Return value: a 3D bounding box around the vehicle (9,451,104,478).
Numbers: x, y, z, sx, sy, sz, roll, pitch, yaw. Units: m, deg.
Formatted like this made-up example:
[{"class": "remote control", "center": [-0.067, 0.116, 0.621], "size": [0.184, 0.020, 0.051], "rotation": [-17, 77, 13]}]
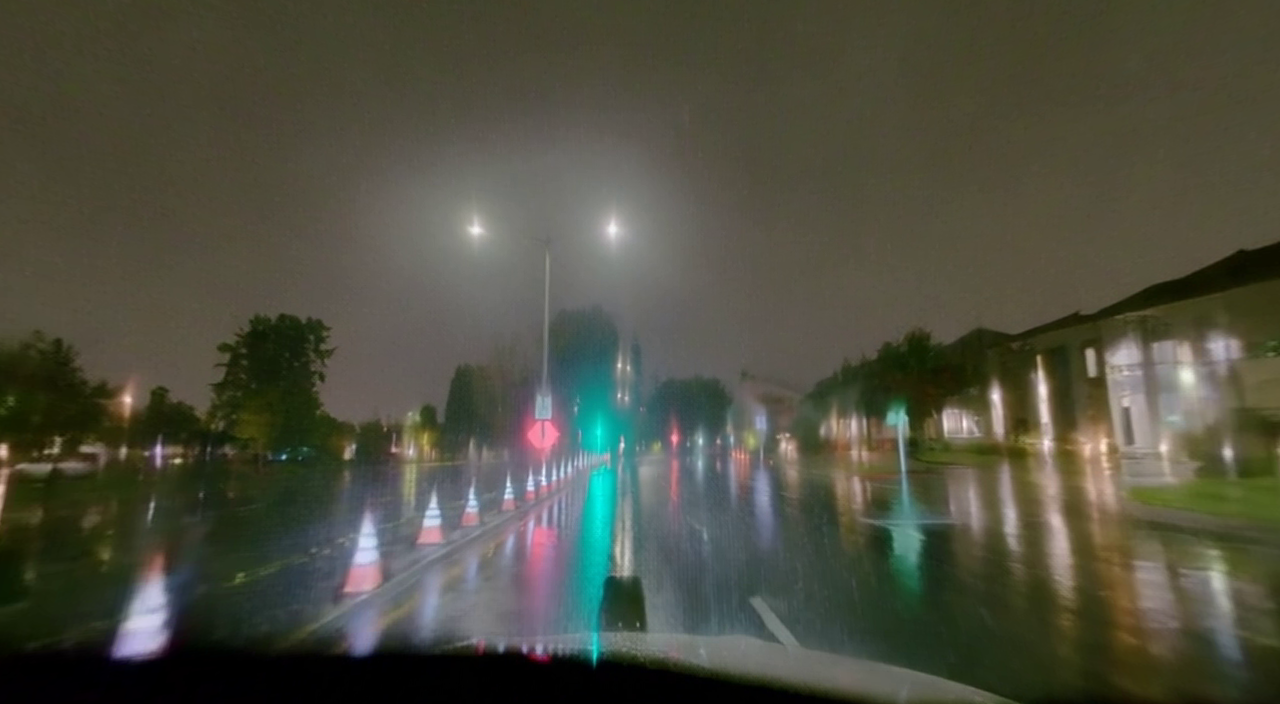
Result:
[{"class": "vehicle", "center": [-32.831, 6.342, 35.589], "size": [3.732, 1.453, 1.721], "rotation": [-1, -9, 5]}]
